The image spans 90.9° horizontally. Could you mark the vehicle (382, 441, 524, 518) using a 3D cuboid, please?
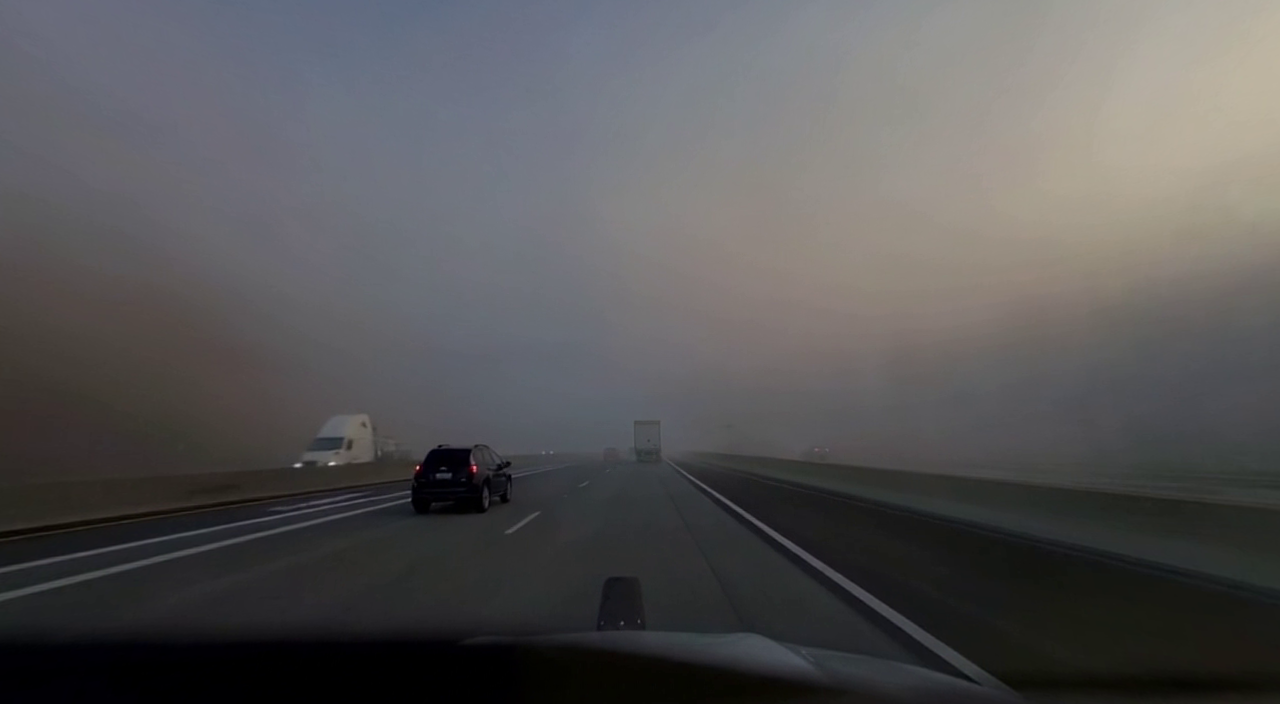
[{"bbox_3d":[-4.063,2.822,14.477,1.945,1.488,4.043,0,-9,1],"label":"vehicle"}]

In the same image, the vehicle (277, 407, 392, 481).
[{"bbox_3d":[-16.883,5.171,35.408,3.349,3.800,5.837,0,-9,0],"label":"vehicle"}]
